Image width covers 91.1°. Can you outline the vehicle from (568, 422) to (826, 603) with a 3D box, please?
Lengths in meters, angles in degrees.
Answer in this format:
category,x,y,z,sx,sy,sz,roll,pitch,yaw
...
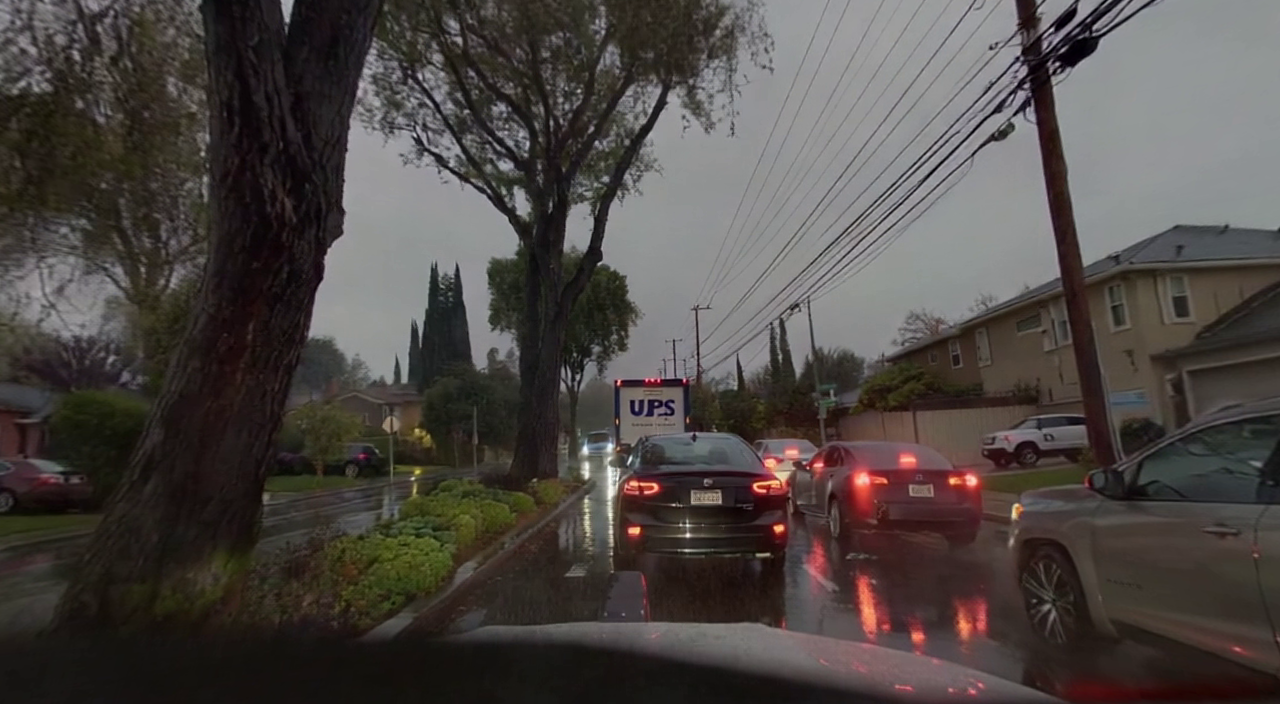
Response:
category,x,y,z,sx,sy,sz,roll,pitch,yaw
vehicle,0.478,1.674,7.523,2.158,1.499,4.377,0,-8,0

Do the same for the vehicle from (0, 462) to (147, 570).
category,x,y,z,sx,sy,sz,roll,pitch,yaw
vehicle,-10.349,2.485,9.481,1.925,1.482,4.753,0,-8,0

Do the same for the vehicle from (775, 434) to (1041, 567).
category,x,y,z,sx,sy,sz,roll,pitch,yaw
vehicle,3.519,2.014,9.390,1.993,1.479,4.487,0,-8,0

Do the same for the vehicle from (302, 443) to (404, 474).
category,x,y,z,sx,sy,sz,roll,pitch,yaw
vehicle,-17.425,6.466,38.296,5.274,1.793,1.921,0,-8,3

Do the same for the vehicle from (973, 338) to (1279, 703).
category,x,y,z,sx,sy,sz,roll,pitch,yaw
vehicle,3.324,0.771,1.914,2.069,1.722,4.888,0,-8,2
